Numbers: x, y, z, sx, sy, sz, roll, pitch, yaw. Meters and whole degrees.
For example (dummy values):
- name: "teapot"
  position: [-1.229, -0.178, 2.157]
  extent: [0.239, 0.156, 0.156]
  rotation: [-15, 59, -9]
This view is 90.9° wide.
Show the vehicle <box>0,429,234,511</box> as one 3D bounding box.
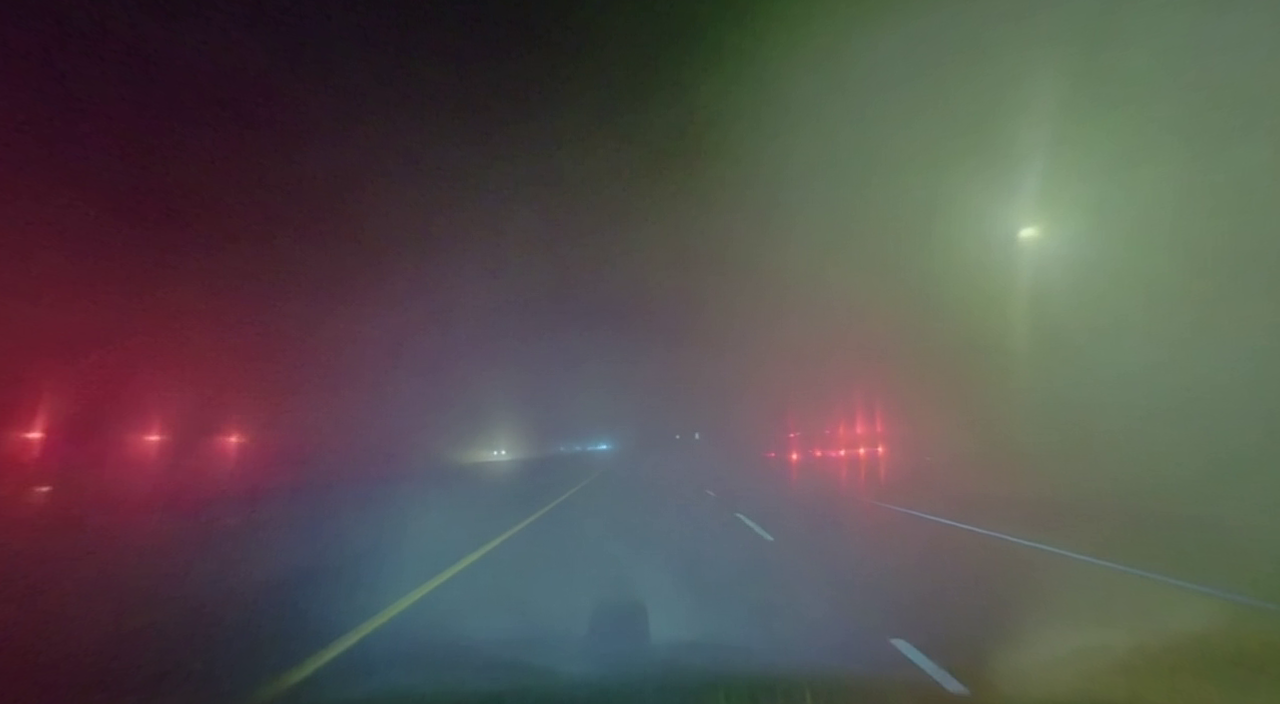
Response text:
- name: "vehicle"
  position: [-33.087, 7.244, 40.605]
  extent: [2.894, 4.165, 16.340]
  rotation: [0, -8, 0]
